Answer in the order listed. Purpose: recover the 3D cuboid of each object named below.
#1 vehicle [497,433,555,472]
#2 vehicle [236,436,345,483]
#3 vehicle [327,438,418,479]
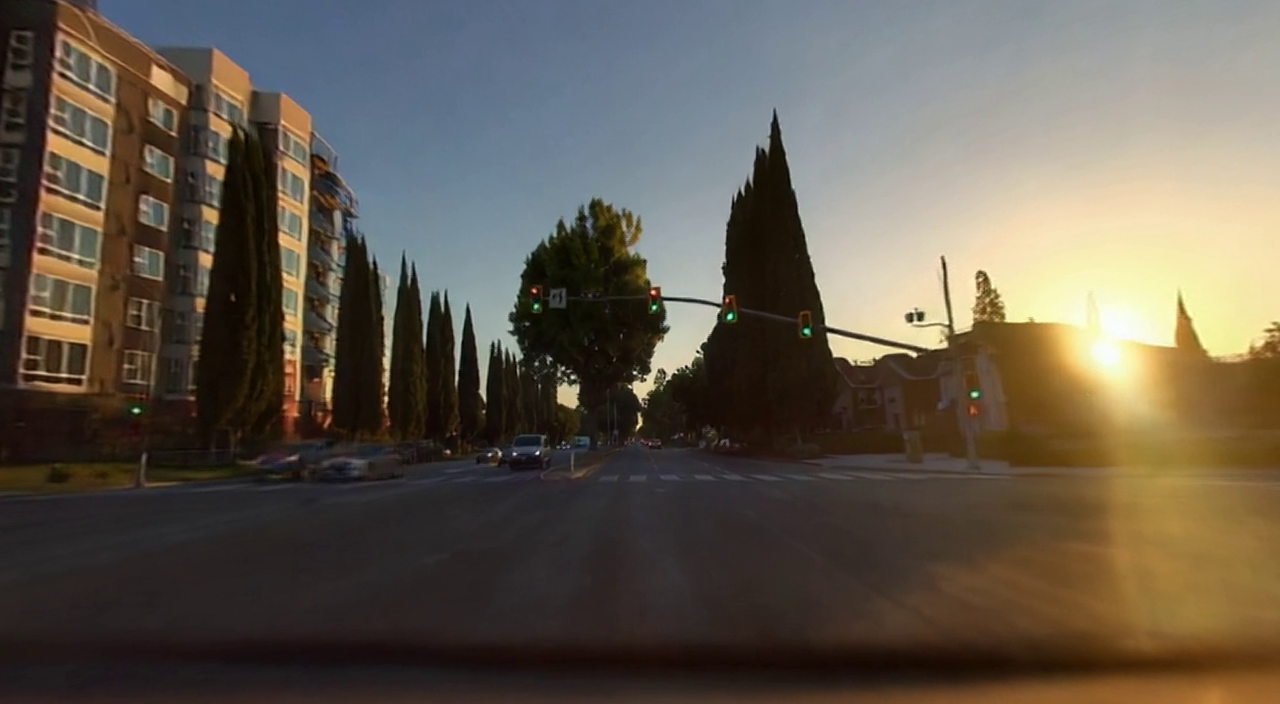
[{"bbox_3d":[-5.520,4.928,31.099,2.098,1.789,4.338,0,-9,-1],"label":"vehicle"},{"bbox_3d":[-15.723,4.829,28.824,2.164,1.920,4.896,0,-8,0],"label":"vehicle"},{"bbox_3d":[-11.861,4.739,28.406,2.041,1.654,4.605,0,-8,0],"label":"vehicle"}]
